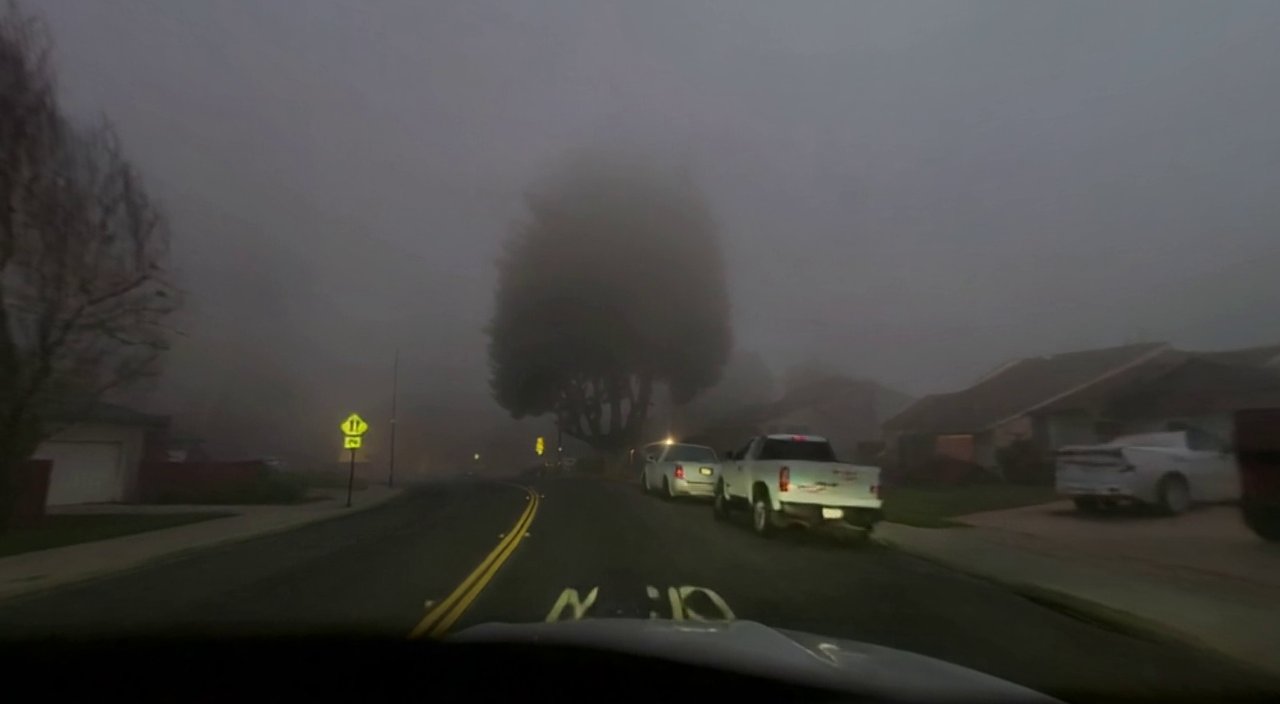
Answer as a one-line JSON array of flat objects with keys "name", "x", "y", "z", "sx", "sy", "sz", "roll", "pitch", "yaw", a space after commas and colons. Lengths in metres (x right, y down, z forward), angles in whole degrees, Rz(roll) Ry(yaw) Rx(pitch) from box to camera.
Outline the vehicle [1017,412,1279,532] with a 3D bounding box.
[{"name": "vehicle", "x": 9.252, "y": 2.111, "z": 11.467, "sx": 4.469, "sy": 1.780, "sz": 1.970, "roll": 5, "pitch": -10, "yaw": -28}]

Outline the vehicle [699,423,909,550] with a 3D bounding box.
[{"name": "vehicle", "x": 2.421, "y": 2.172, "z": 10.861, "sx": 1.965, "sy": 1.663, "sz": 4.744, "roll": 1, "pitch": -9, "yaw": -5}]

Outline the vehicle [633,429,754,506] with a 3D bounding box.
[{"name": "vehicle", "x": 1.298, "y": 3.281, "z": 18.298, "sx": 2.180, "sy": 1.849, "sz": 5.423, "roll": 2, "pitch": -9, "yaw": -10}]

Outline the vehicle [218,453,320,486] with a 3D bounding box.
[{"name": "vehicle", "x": -20.349, "y": 6.433, "z": 34.830, "sx": 4.464, "sy": 1.681, "sz": 1.906, "roll": 3, "pitch": -10, "yaw": -18}]
